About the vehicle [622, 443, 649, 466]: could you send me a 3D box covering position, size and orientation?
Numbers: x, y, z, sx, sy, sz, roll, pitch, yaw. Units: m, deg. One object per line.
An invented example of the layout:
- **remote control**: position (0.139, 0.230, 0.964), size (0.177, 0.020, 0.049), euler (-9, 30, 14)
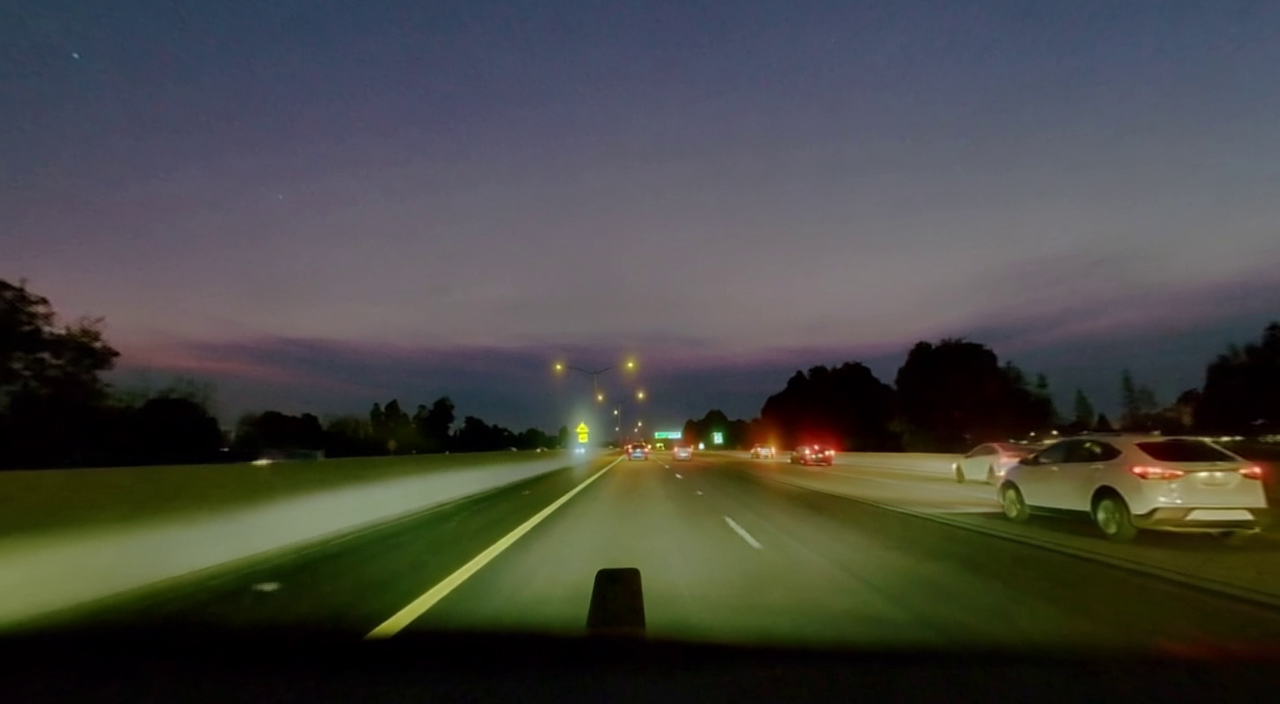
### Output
- **vehicle**: position (-0.381, 7.855, 48.664), size (1.864, 1.566, 4.446), euler (0, -8, -3)

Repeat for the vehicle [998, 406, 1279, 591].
- **vehicle**: position (6.849, 1.654, 7.878), size (2.027, 1.679, 4.543), euler (0, -9, -1)

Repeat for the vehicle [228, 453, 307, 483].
- **vehicle**: position (-18.267, 5.697, 31.146), size (1.643, 1.387, 3.634), euler (-1, -10, 0)

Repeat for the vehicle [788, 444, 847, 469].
- **vehicle**: position (11.184, 6.617, 40.167), size (2.194, 1.489, 5.141), euler (0, -9, -1)
